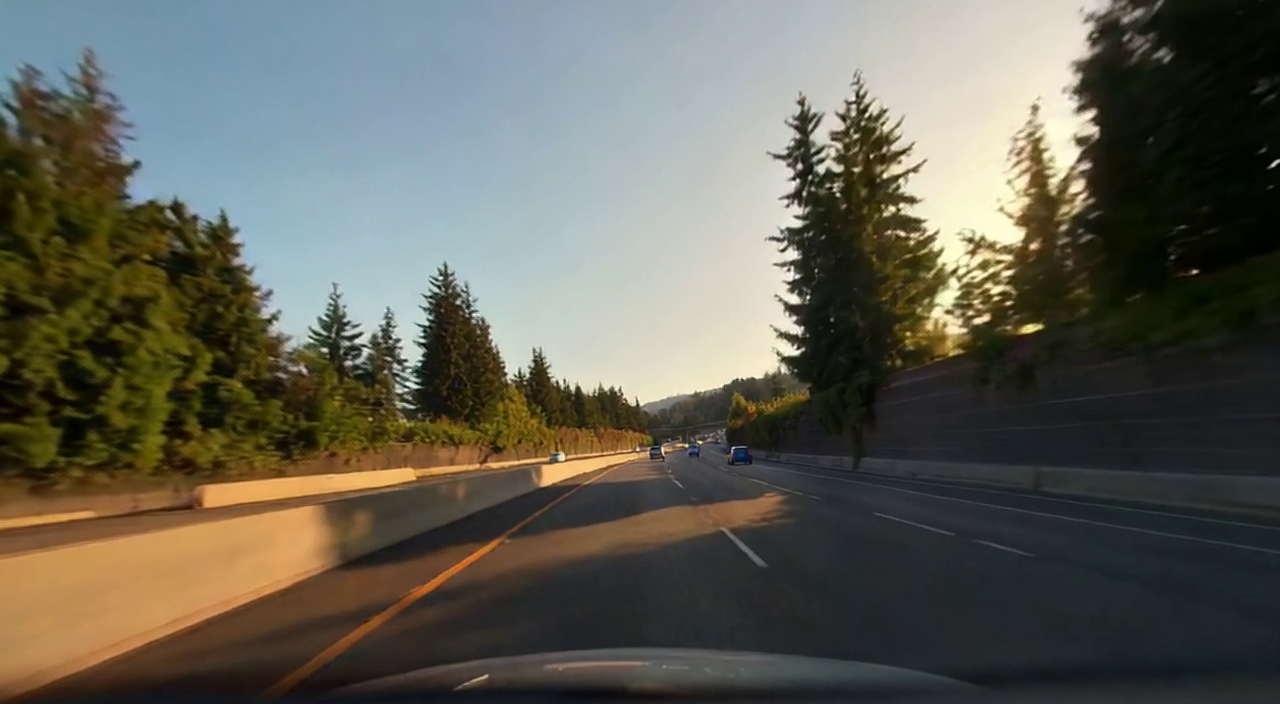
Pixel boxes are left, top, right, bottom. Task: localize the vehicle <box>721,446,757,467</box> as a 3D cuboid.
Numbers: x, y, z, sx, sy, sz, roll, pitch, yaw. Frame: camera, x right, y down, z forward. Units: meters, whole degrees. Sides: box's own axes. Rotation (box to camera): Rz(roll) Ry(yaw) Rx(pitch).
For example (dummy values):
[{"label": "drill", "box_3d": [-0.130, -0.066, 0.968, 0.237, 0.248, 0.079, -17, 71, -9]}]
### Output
[{"label": "vehicle", "box_3d": [7.794, 8.285, 49.833, 2.175, 1.574, 3.943, 0, -9, 0]}]
